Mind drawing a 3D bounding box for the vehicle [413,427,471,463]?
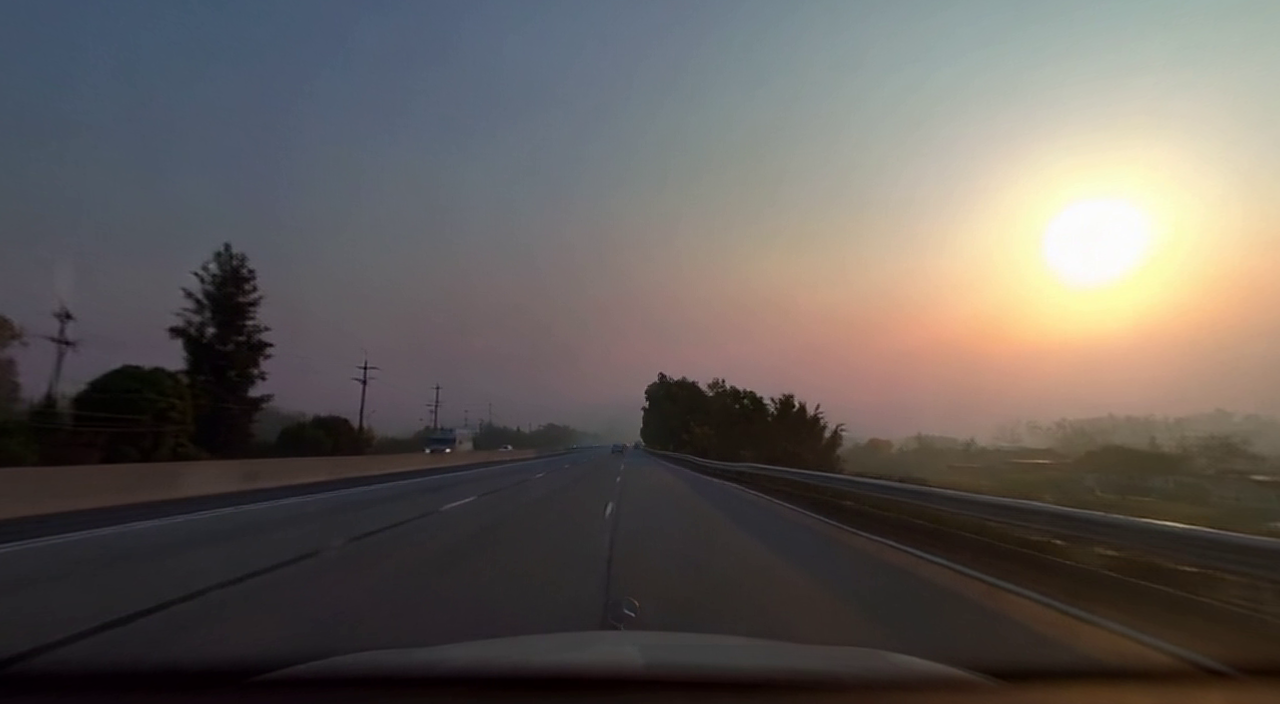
[{"bbox_3d":[-15.363,7.286,49.466,2.435,2.624,6.451,0,-9,0],"label":"vehicle"}]
